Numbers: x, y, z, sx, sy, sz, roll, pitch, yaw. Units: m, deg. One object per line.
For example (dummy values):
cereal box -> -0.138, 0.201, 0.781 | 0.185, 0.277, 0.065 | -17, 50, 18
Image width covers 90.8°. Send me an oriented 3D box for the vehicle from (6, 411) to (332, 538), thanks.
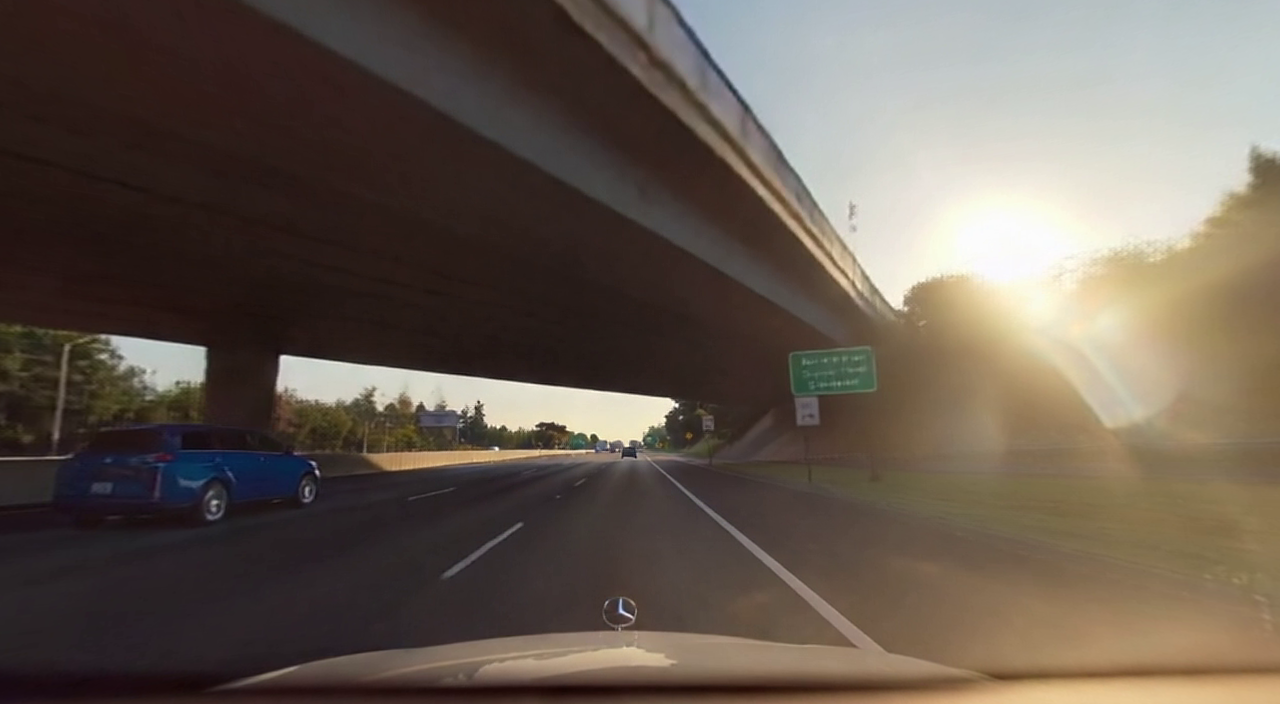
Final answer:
vehicle -> -7.969, 2.122, 11.544 | 2.231, 1.807, 4.758 | 0, -8, 0
